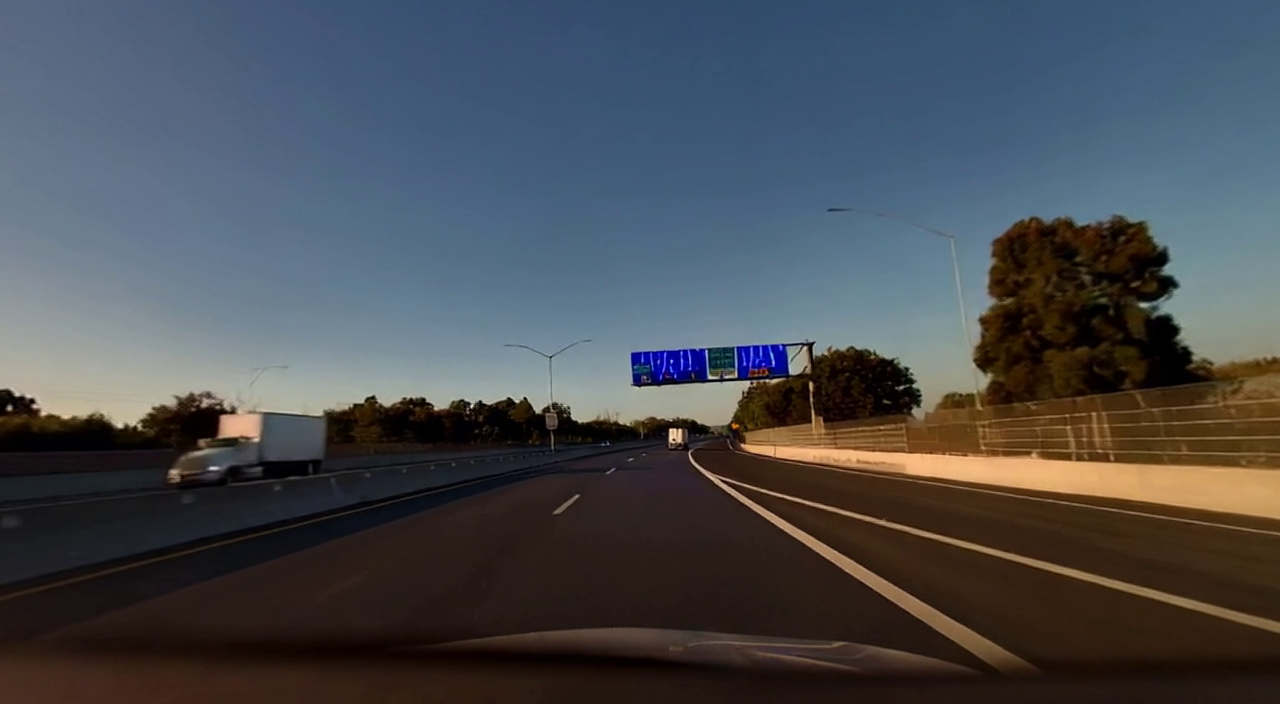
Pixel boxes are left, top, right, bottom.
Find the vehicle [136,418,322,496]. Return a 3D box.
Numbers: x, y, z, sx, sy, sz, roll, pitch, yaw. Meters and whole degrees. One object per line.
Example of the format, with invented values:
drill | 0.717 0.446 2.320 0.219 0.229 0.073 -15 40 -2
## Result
vehicle | -12.419 3.199 19.604 2.174 2.049 5.156 -1 -8 2
